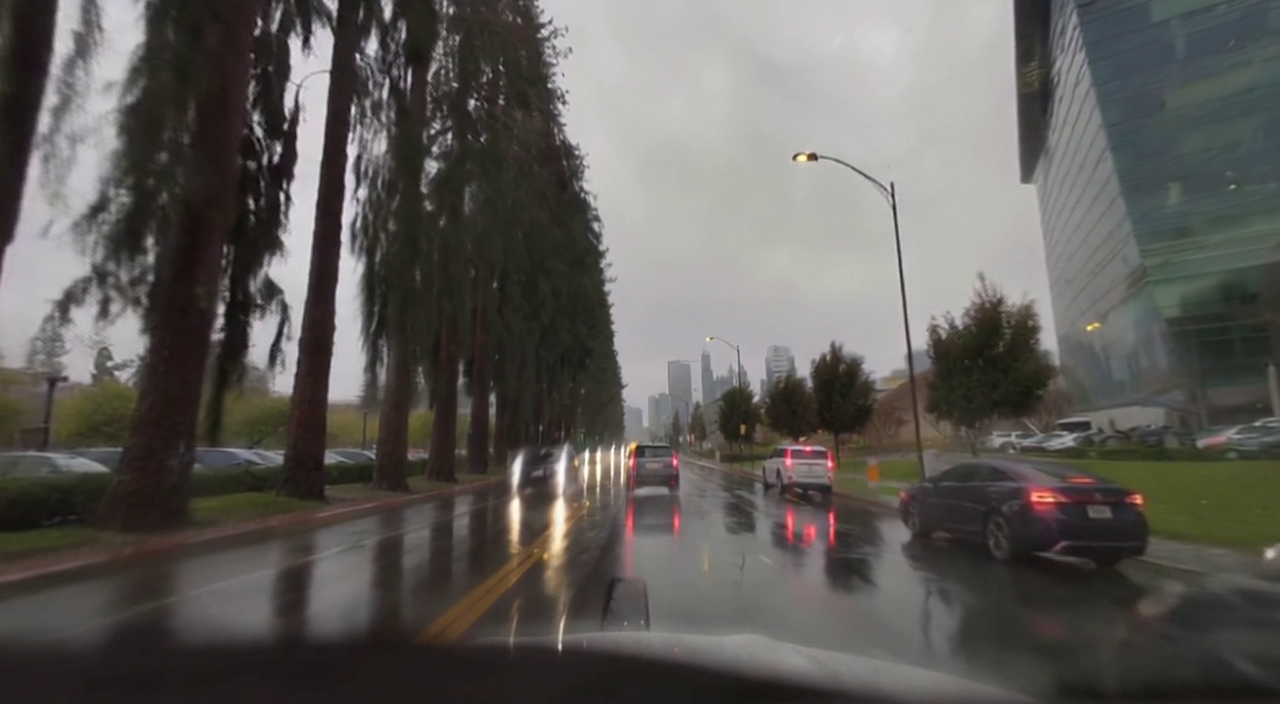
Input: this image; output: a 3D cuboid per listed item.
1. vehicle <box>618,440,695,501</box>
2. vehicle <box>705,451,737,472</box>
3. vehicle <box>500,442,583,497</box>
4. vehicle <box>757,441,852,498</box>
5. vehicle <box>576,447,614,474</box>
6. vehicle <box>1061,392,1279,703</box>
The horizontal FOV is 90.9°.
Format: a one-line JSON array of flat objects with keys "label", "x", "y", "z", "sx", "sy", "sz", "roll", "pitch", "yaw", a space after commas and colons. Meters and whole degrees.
[{"label": "vehicle", "x": 0.476, "y": 3.554, "z": 19.309, "sx": 2.105, "sy": 1.653, "sz": 3.887, "roll": 0, "pitch": -9, "yaw": 1}, {"label": "vehicle", "x": 6.176, "y": 8.389, "z": 48.454, "sx": 1.885, "sy": 1.467, "sz": 4.546, "roll": 0, "pitch": -9, "yaw": 0}, {"label": "vehicle", "x": -3.325, "y": 4.086, "z": 22.348, "sx": 2.167, "sy": 1.717, "sz": 4.448, "roll": 0, "pitch": -9, "yaw": 1}, {"label": "vehicle", "x": 5.685, "y": 4.103, "z": 22.458, "sx": 2.059, "sy": 1.813, "sz": 4.637, "roll": 0, "pitch": -9, "yaw": -1}, {"label": "vehicle", "x": -2.953, "y": 7.212, "z": 42.148, "sx": 2.124, "sy": 1.731, "sz": 4.227, "roll": 0, "pitch": -9, "yaw": 1}, {"label": "vehicle", "x": 2.822, "y": 0.710, "z": 0.622, "sx": 1.991, "sy": 1.536, "sz": 4.116, "roll": 0, "pitch": -9, "yaw": 1}]
